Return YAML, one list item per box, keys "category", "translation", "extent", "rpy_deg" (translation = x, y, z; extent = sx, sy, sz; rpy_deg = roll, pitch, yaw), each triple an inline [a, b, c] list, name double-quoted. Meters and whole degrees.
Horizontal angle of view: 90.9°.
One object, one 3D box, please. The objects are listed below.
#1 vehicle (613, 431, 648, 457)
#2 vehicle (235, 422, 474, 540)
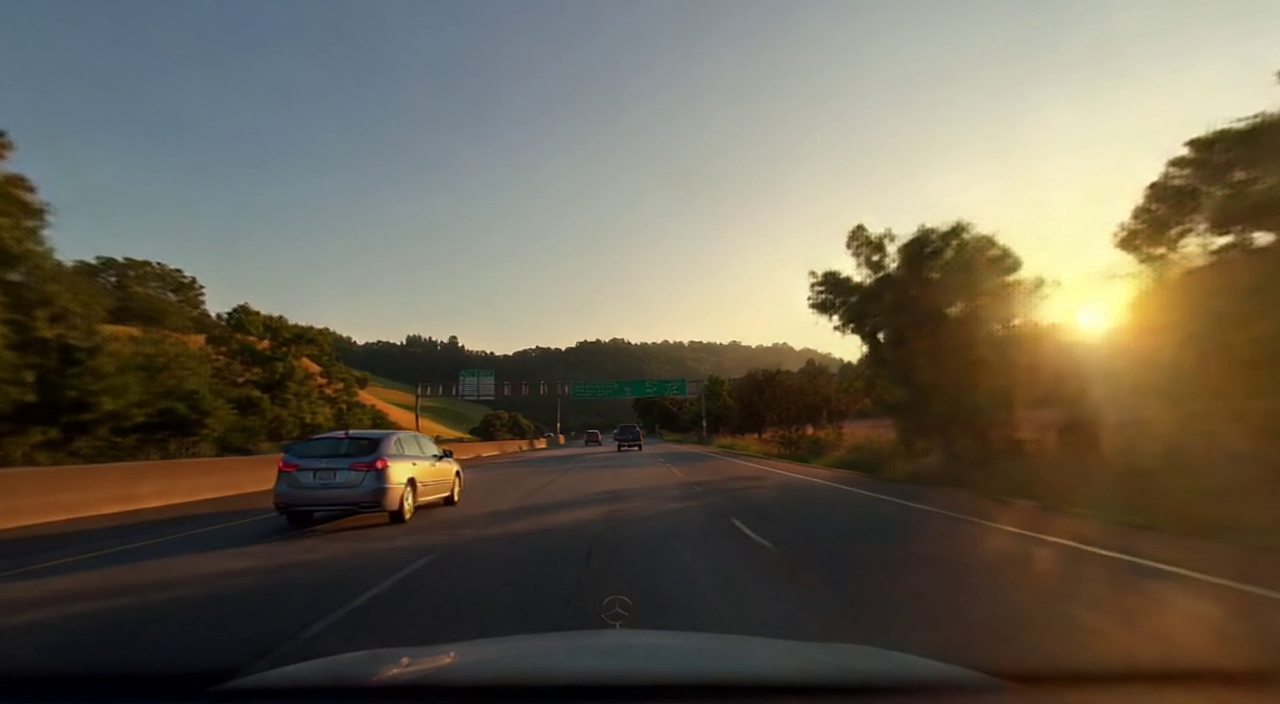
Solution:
- category: "vehicle"
  translation: [-0.599, 6.078, 41.621]
  extent: [2.162, 1.616, 4.242]
  rpy_deg: [0, -8, -1]
- category: "vehicle"
  translation: [-4.186, 1.925, 10.120]
  extent: [1.931, 1.483, 4.105]
  rpy_deg: [0, -8, 0]
